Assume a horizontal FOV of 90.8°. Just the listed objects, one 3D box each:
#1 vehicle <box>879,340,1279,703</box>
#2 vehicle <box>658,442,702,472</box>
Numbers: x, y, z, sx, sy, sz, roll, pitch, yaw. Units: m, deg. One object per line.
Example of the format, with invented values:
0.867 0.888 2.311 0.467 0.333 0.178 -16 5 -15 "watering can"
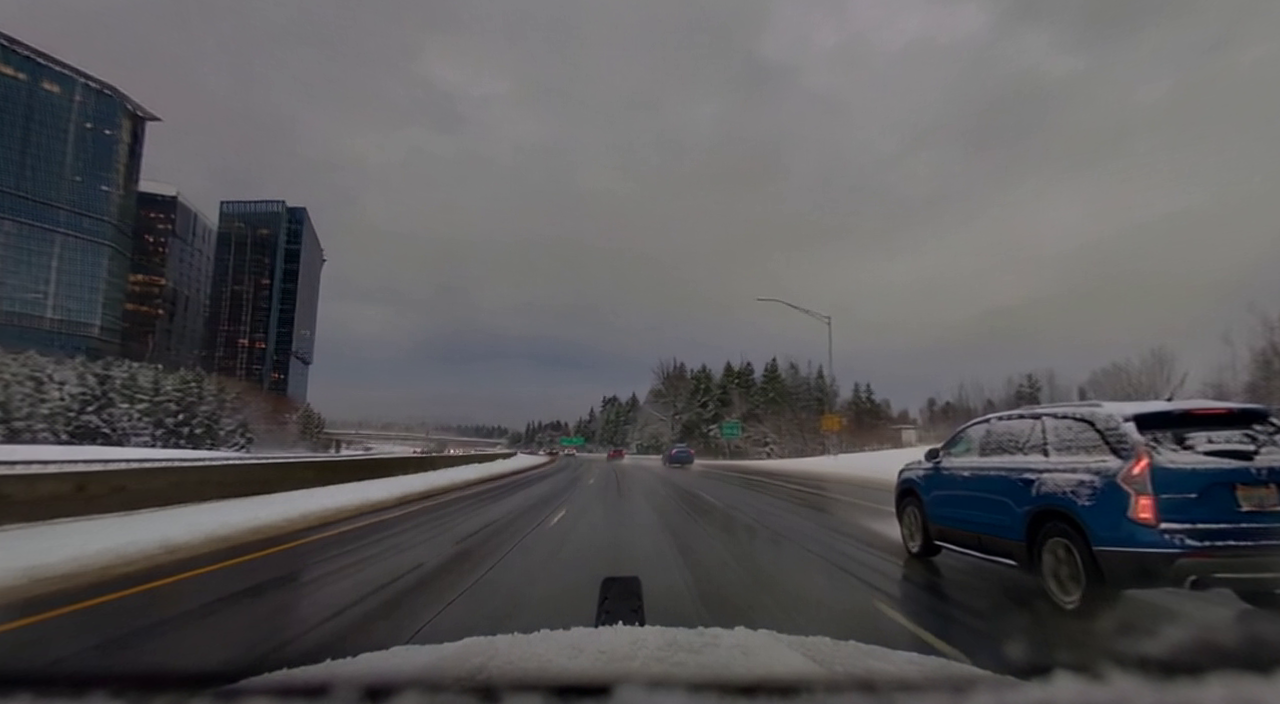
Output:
4.036 1.139 5.388 2.182 1.826 4.392 0 -8 -1 "vehicle"
2.475 6.681 40.632 2.110 1.780 4.682 0 -8 -5 "vehicle"
